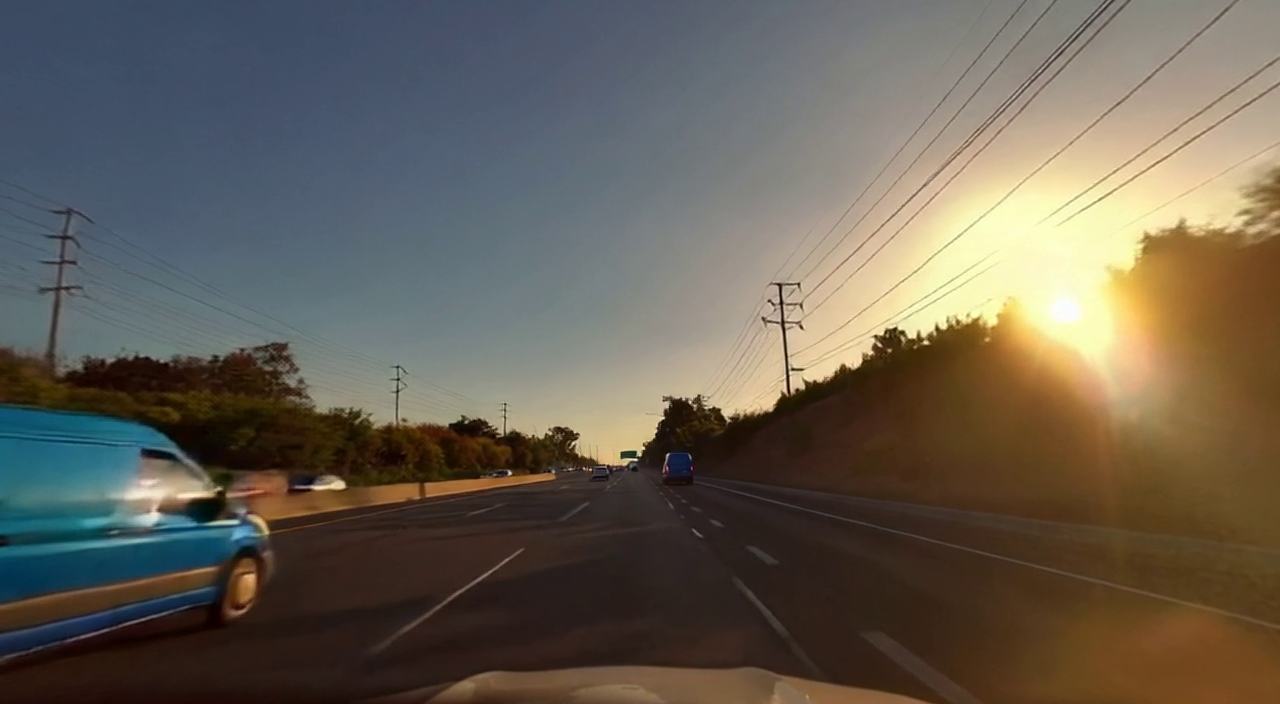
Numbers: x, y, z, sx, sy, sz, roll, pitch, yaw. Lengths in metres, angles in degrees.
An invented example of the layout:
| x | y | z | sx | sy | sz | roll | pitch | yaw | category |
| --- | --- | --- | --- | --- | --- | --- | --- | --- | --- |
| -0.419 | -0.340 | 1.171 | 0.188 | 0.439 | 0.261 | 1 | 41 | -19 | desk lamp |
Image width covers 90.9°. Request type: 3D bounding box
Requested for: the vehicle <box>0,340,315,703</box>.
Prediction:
| x | y | z | sx | sy | sz | roll | pitch | yaw | category |
| --- | --- | --- | --- | --- | --- | --- | --- | --- | --- |
| -3.776 | 0.851 | 2.759 | 2.153 | 1.756 | 4.730 | 1 | -11 | 0 | vehicle |
